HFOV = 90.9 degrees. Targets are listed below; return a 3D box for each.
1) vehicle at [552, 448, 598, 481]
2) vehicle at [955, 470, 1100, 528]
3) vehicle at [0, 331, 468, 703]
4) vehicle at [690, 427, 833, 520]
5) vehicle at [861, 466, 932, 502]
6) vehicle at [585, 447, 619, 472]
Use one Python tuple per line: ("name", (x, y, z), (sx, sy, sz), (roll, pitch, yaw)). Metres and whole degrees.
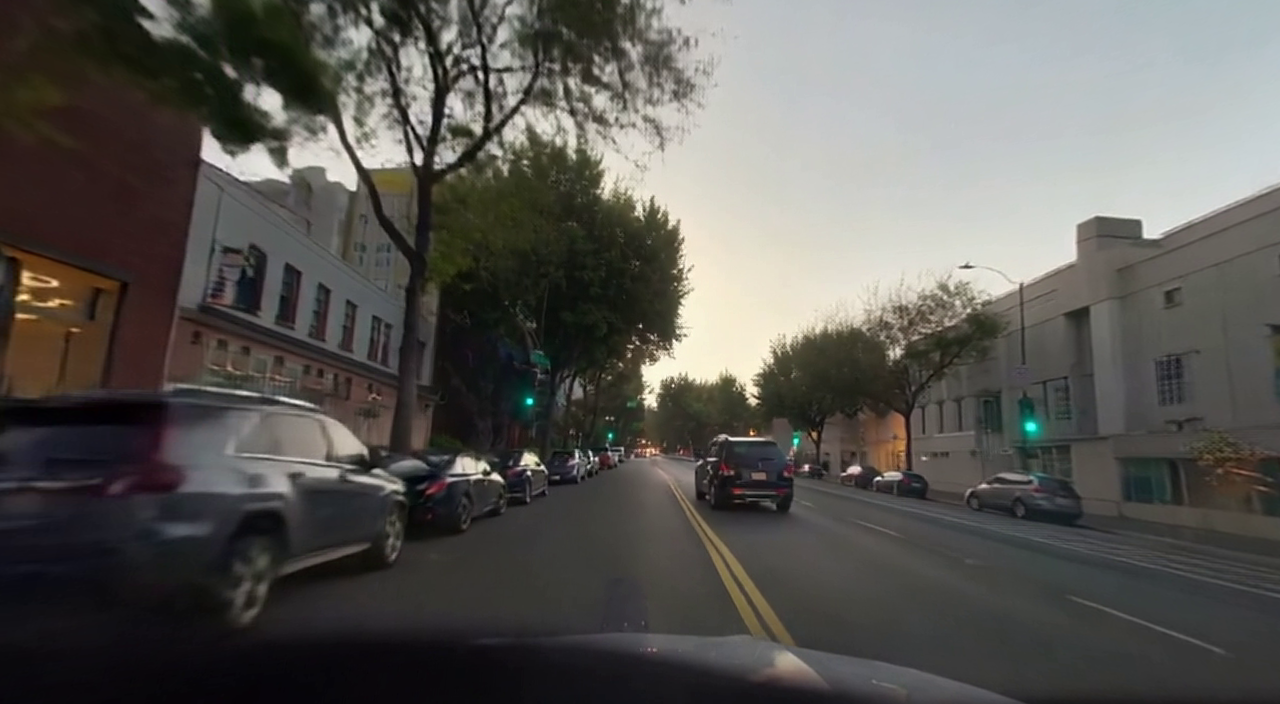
("vehicle", (-3.125, 5.474, 31.063), (1.842, 1.497, 4.238), (0, -9, 0))
("vehicle", (13.567, 5.156, 22.459), (2.189, 1.753, 4.376), (3, -11, -3))
("vehicle", (-3.551, 1.199, 5.719), (2.171, 1.816, 5.274), (-1, -9, 4))
("vehicle", (2.752, 2.974, 16.074), (2.411, 1.899, 5.993), (0, -9, 0))
("vehicle", (13.622, 7.018, 33.787), (1.866, 1.554, 4.393), (3, -8, -2))
("vehicle", (-2.578, 7.423, 43.806), (1.933, 1.652, 4.508), (0, -9, 2))
